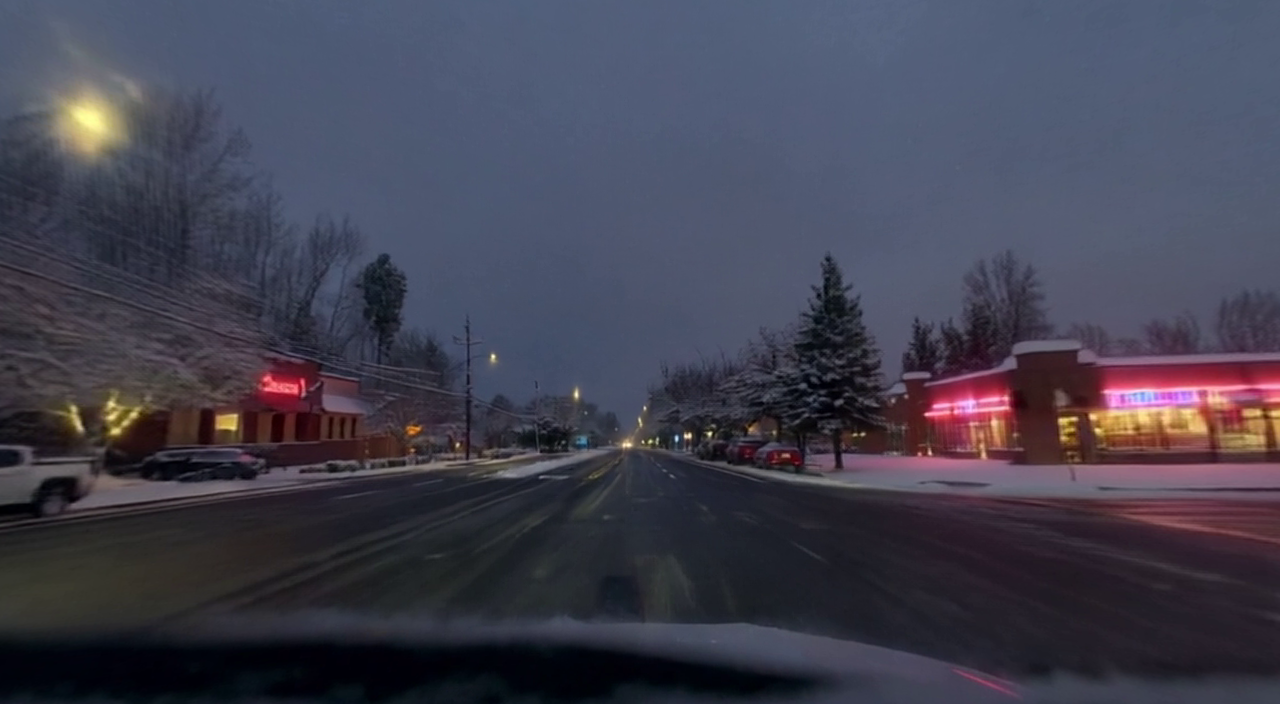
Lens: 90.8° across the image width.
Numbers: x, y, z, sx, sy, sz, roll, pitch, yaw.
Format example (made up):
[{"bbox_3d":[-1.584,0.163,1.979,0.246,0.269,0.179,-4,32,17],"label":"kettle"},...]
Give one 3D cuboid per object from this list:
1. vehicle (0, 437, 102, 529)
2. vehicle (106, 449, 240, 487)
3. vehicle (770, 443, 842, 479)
[{"bbox_3d":[-14.726,2.729,13.023,2.164,1.933,5.804,0,-8,0],"label":"vehicle"},{"bbox_3d":[-20.533,5.107,27.971,4.193,1.583,2.006,2,-9,-9],"label":"vehicle"},{"bbox_3d":[7.351,4.845,28.455,2.057,1.478,4.356,0,-8,0],"label":"vehicle"}]
